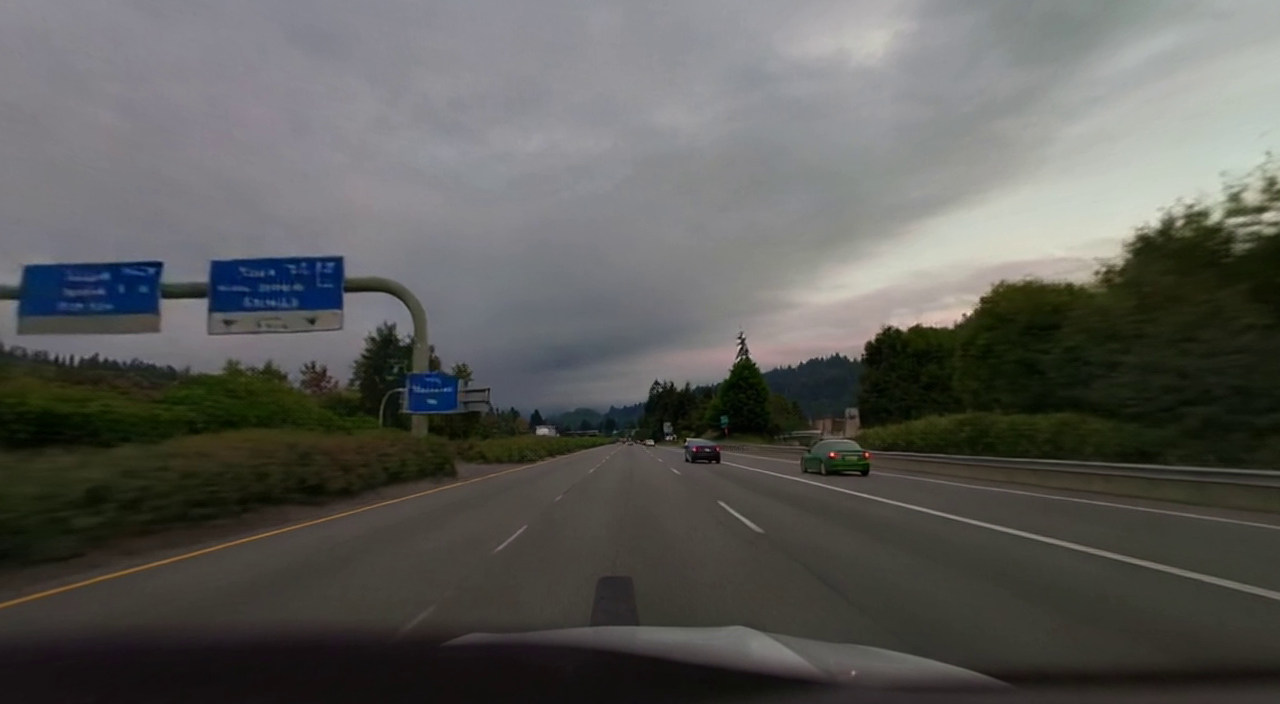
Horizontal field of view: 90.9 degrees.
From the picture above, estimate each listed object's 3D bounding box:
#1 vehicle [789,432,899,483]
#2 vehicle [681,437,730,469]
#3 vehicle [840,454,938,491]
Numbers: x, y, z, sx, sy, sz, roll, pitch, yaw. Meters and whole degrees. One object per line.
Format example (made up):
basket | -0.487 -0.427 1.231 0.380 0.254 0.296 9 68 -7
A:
vehicle | 6.792 3.528 21.640 2.003 1.522 4.940 0 -8 -1
vehicle | 3.123 4.882 30.769 1.819 1.468 3.770 0 -8 -2
vehicle | 6.900 3.357 17.746 1.535 0.862 2.814 0 -8 -2
